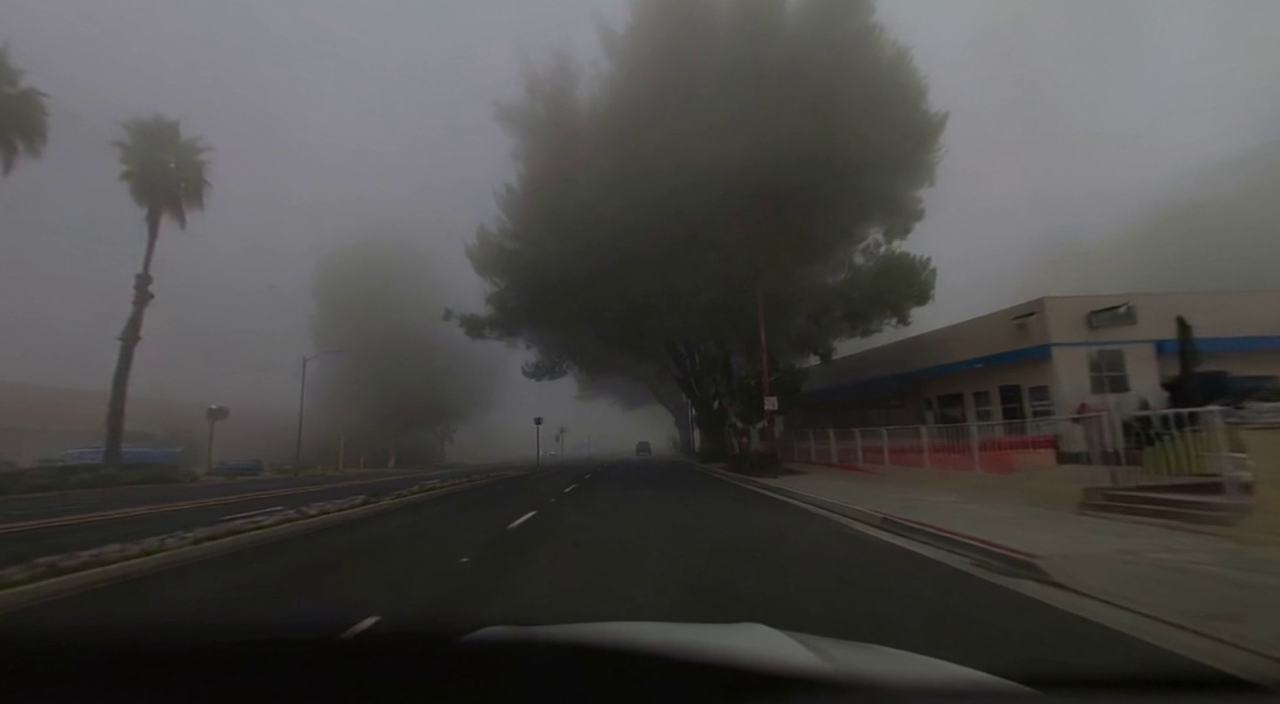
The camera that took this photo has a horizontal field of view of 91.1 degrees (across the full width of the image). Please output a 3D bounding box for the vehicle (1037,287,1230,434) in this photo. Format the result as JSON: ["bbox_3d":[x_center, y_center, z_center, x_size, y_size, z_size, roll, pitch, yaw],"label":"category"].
[{"bbox_3d":[10.400,0.406,13.107,4.592,2.160,2.015,10,-19,-41],"label":"vehicle"}]
